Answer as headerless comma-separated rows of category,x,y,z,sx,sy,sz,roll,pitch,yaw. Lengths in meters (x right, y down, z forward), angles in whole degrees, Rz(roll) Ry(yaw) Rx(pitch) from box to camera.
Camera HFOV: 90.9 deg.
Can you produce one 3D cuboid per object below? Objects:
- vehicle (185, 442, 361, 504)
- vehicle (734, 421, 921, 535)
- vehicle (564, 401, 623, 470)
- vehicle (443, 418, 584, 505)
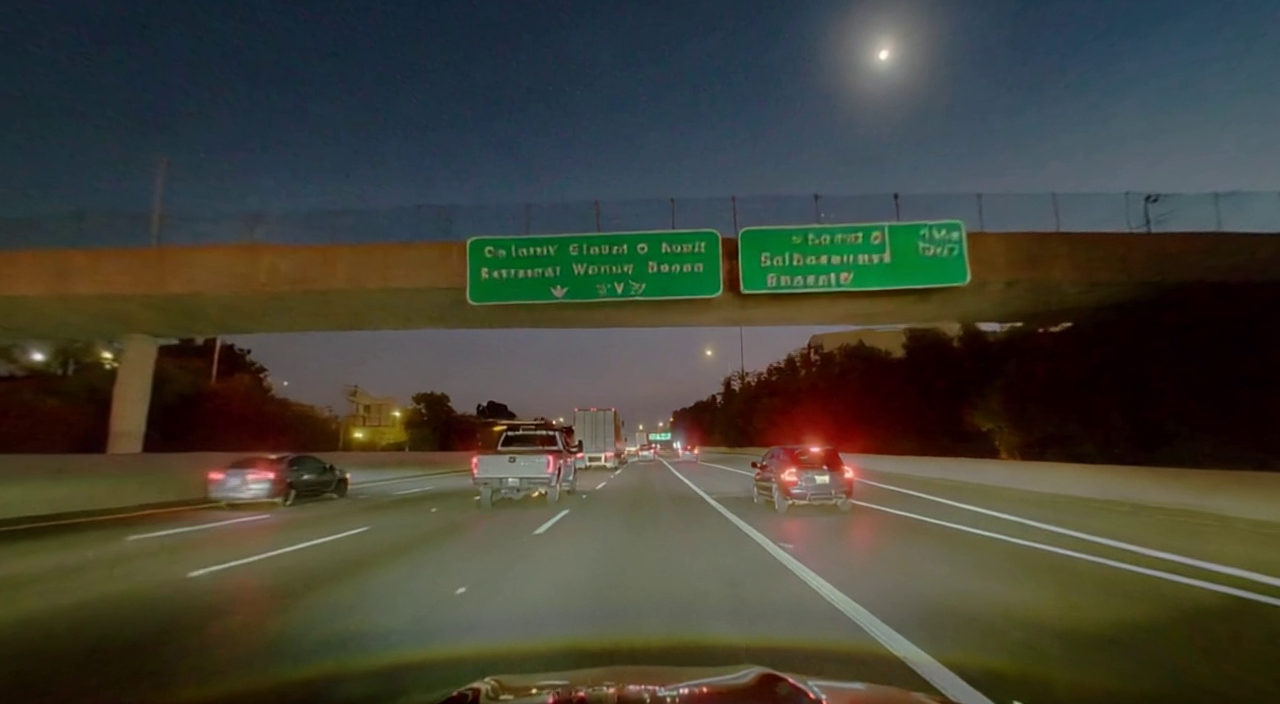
vehicle,-10.027,3.318,17.815,1.981,1.495,4.834,0,-9,1
vehicle,3.093,2.183,11.516,2.028,1.658,4.334,0,-9,-1
vehicle,-3.028,6.165,45.737,2.869,4.108,15.564,0,-9,1
vehicle,-3.281,3.074,18.202,2.645,2.023,6.491,0,-9,1
